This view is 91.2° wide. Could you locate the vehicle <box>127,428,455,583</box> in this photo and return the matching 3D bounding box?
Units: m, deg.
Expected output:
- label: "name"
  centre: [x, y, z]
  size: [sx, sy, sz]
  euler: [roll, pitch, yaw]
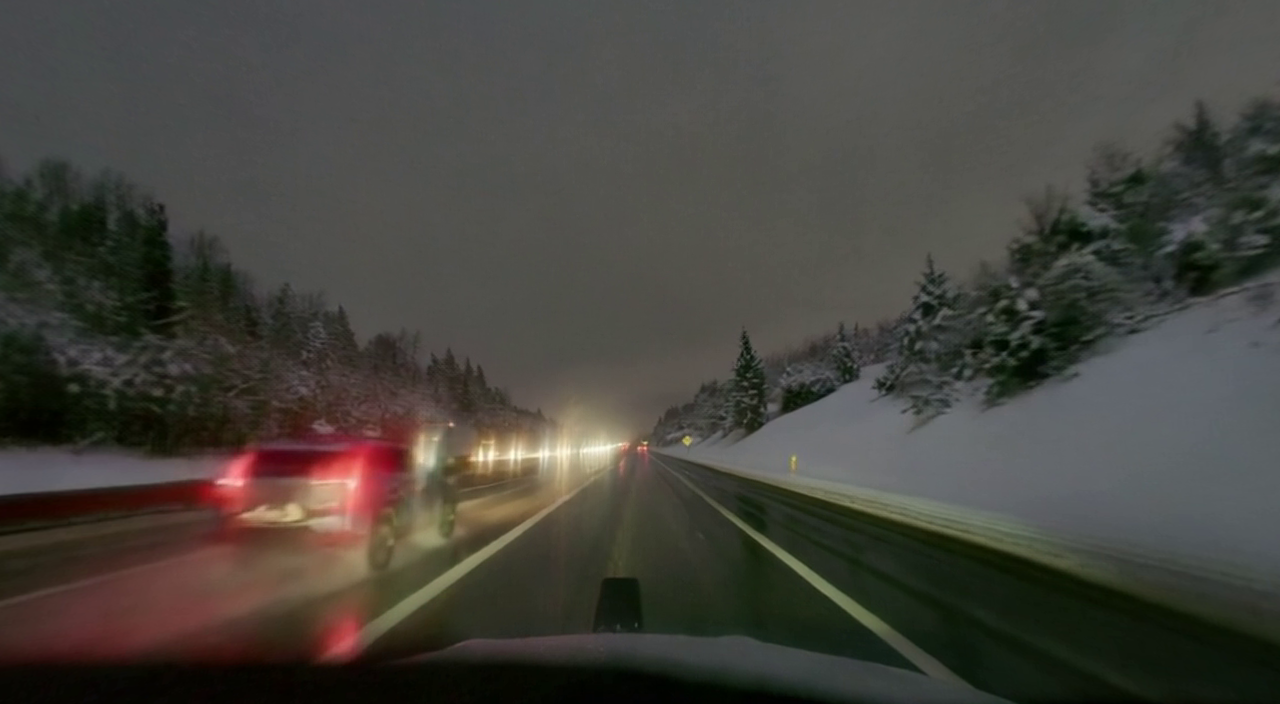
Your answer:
- label: "vehicle"
  centre: [-4.009, 1.803, 8.165]
  size: [1.933, 1.497, 3.973]
  euler: [0, -9, 0]
